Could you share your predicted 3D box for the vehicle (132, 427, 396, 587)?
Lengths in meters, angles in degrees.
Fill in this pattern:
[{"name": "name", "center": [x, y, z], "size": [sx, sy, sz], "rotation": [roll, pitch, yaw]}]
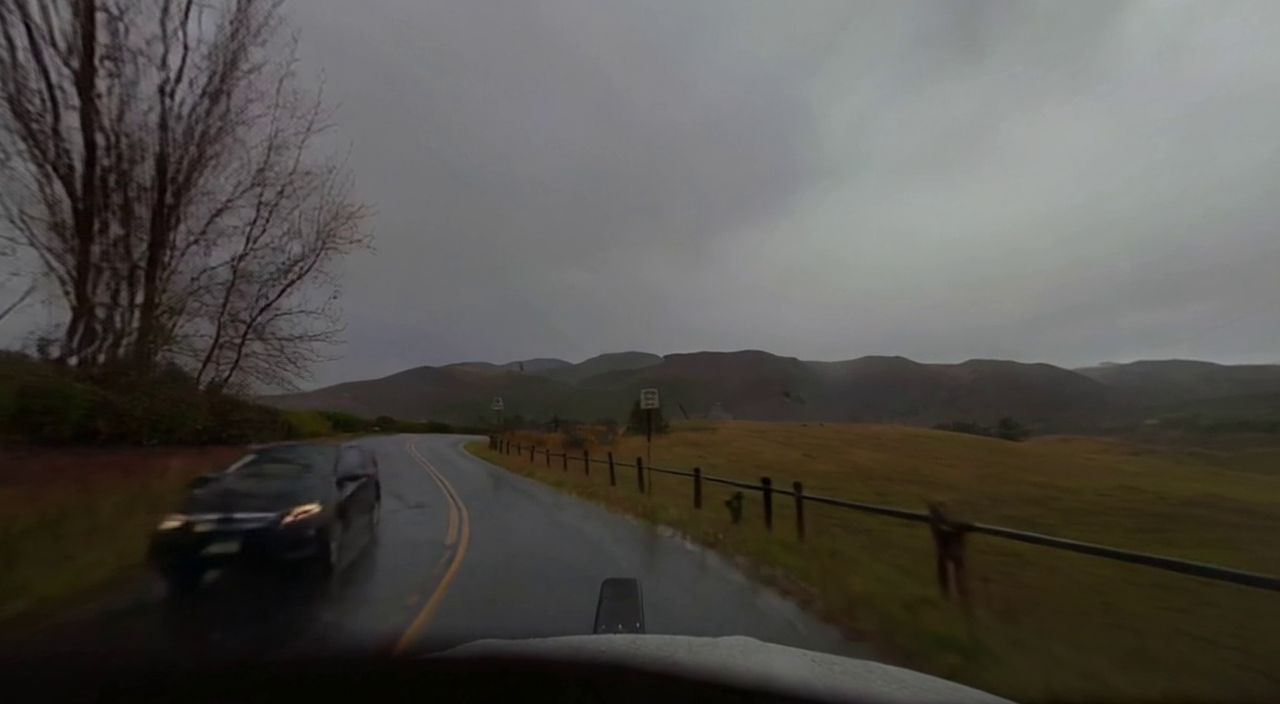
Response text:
[{"name": "vehicle", "center": [-5.023, 2.025, 9.203], "size": [2.075, 1.562, 4.241], "rotation": [-3, -8, -13]}]
